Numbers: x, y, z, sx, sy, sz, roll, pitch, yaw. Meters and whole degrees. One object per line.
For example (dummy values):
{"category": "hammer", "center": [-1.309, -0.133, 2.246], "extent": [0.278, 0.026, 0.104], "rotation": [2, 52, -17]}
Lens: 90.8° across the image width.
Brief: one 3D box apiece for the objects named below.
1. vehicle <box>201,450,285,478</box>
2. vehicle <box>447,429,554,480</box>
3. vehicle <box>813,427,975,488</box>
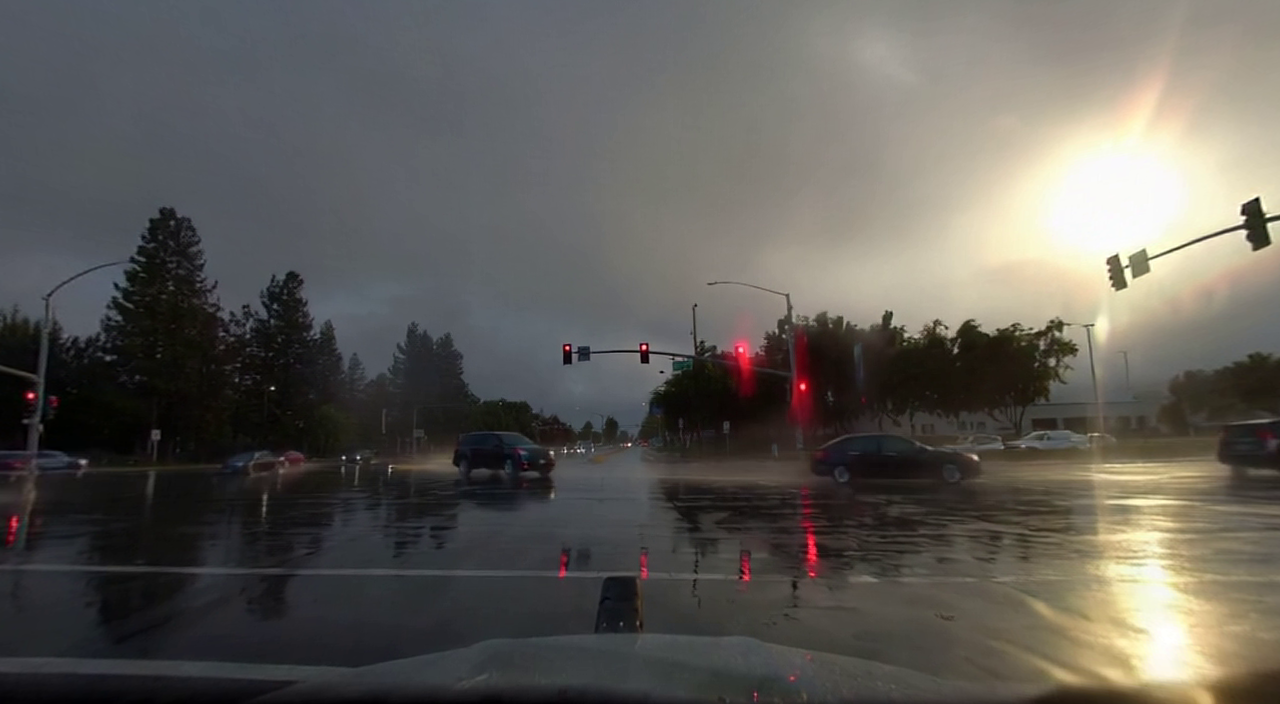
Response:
{"category": "vehicle", "center": [-23.130, 6.519, 37.031], "extent": [1.909, 1.473, 4.571], "rotation": [0, -8, 1]}
{"category": "vehicle", "center": [-6.154, 4.402, 27.468], "extent": [2.223, 1.972, 5.310], "rotation": [7, -11, -41]}
{"category": "vehicle", "center": [7.409, 3.134, 18.922], "extent": [4.180, 1.678, 1.982], "rotation": [-2, -9, 13]}
